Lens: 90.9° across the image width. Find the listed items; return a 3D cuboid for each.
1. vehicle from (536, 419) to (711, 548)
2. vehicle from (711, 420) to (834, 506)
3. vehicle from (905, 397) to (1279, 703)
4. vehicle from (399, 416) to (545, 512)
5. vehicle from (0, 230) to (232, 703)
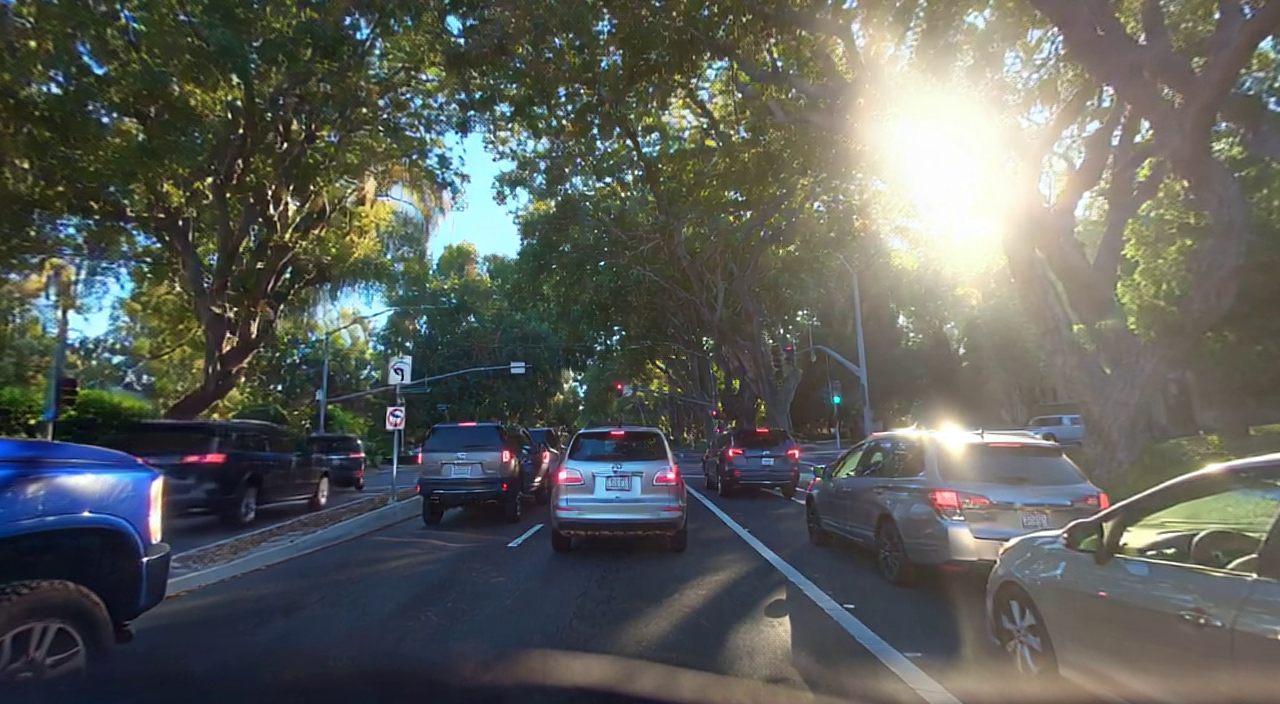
[{"bbox_3d":[-0.219,1.936,9.872,2.194,1.607,3.690,0,-8,0],"label":"vehicle"},{"bbox_3d":[3.133,2.749,16.011,2.102,1.841,4.587,0,-8,0],"label":"vehicle"},{"bbox_3d":[3.017,0.960,2.516,1.874,1.477,4.698,0,-8,0],"label":"vehicle"},{"bbox_3d":[-3.632,2.521,14.652,2.089,1.857,4.488,0,-8,1],"label":"vehicle"},{"bbox_3d":[-3.484,0.350,0.317,2.656,2.021,5.800,0,-8,0],"label":"vehicle"}]
